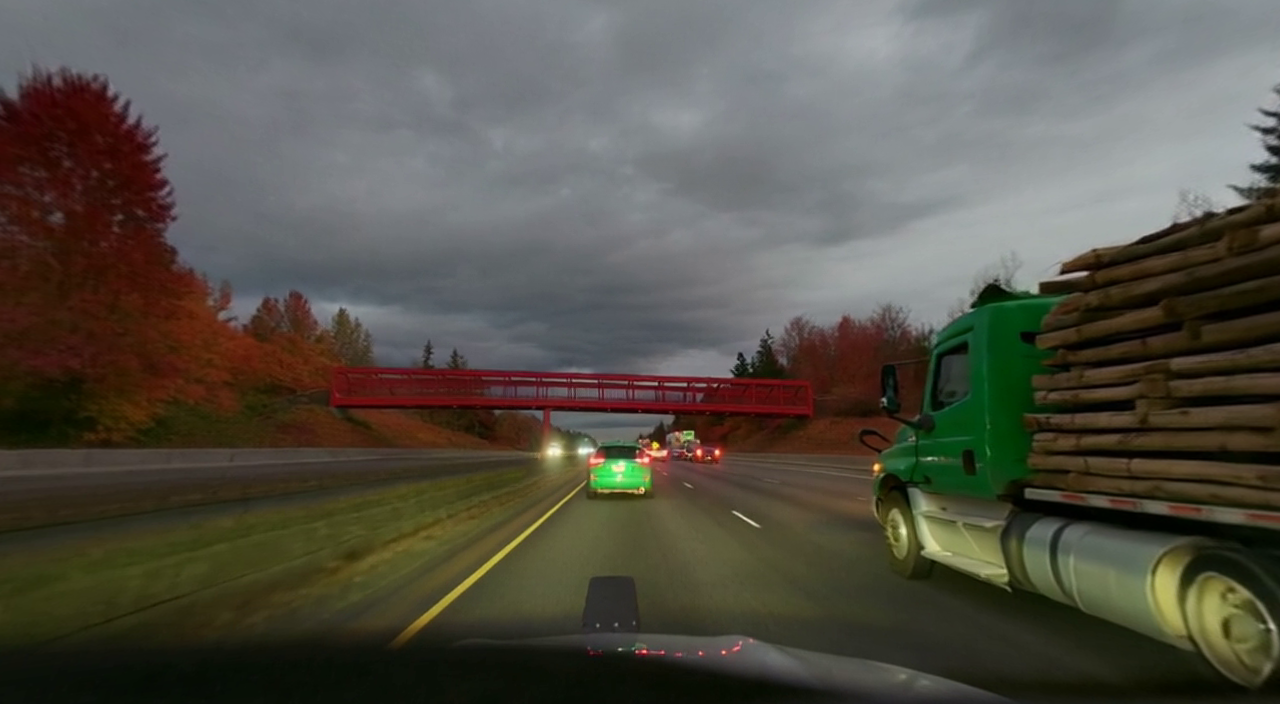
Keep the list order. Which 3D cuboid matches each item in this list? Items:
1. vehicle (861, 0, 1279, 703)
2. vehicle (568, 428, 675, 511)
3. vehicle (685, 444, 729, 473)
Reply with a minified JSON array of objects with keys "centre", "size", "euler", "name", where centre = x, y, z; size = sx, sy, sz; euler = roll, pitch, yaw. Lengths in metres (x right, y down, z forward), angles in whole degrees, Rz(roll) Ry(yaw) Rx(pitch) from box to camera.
[{"centre":[4.168,-0.186,2.835],"size":[2.992,3.920,8.831],"euler":[0,-9,0],"name":"vehicle"},{"centre":[-0.401,2.783,15.227],"size":[2.259,1.699,4.015],"euler":[0,-9,0],"name":"vehicle"},{"centre":[3.686,5.931,35.145],"size":[1.894,1.487,3.751],"euler":[0,-9,-2],"name":"vehicle"}]
